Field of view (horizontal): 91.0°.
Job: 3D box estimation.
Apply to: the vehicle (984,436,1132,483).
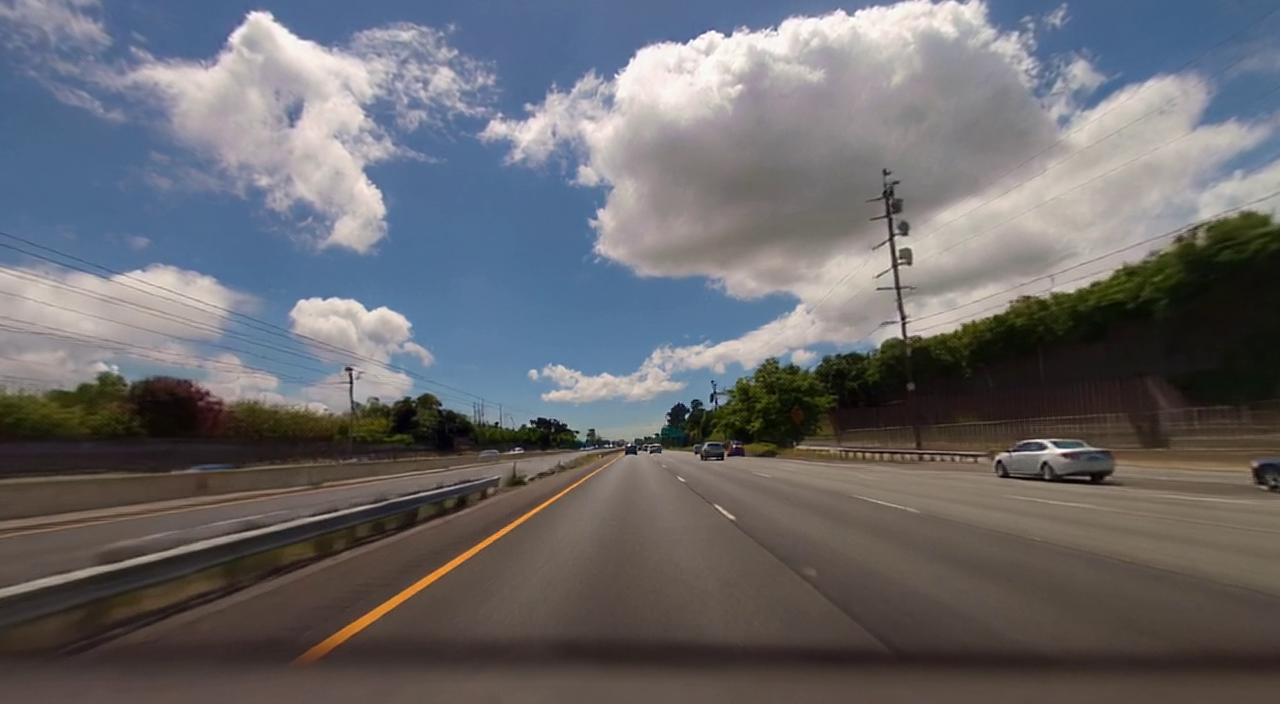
[{"bbox_3d":[14.643,3.787,22.441,2.089,1.484,4.573,0,-9,-1],"label":"vehicle"}]
